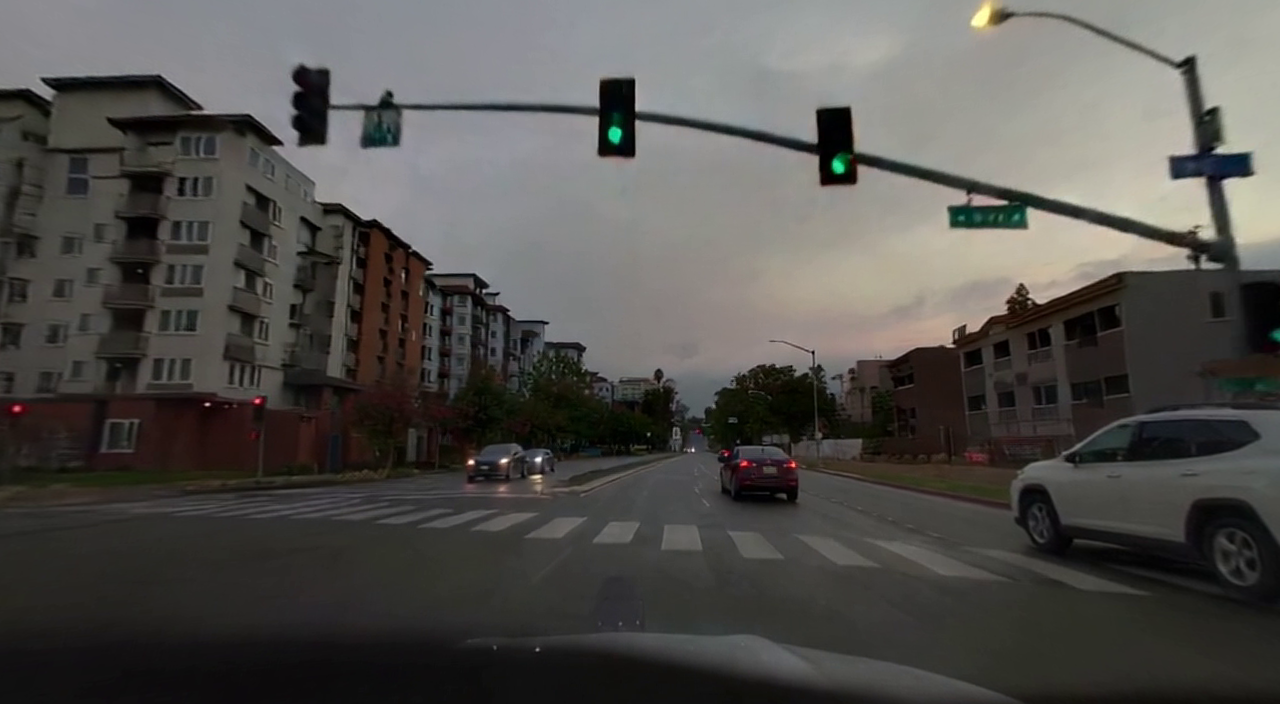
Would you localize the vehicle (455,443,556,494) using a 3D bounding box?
[{"bbox_3d":[-4.256,3.780,20.866,2.032,1.484,4.437,-1,-9,5],"label":"vehicle"}]

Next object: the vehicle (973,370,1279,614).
[{"bbox_3d":[6.584,1.463,7.171,2.427,2.017,5.763,0,-9,0],"label":"vehicle"}]

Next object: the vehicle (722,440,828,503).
[{"bbox_3d":[3.511,3.215,17.380,2.003,1.480,4.494,0,-9,1],"label":"vehicle"}]
